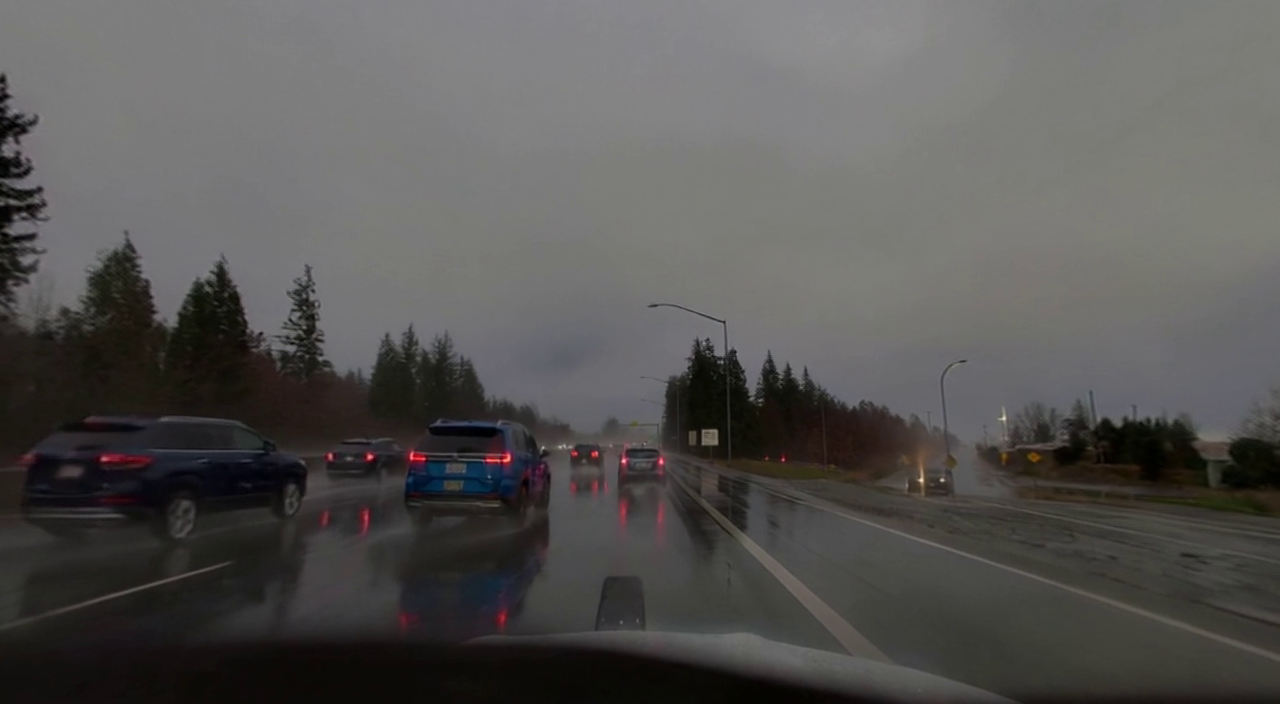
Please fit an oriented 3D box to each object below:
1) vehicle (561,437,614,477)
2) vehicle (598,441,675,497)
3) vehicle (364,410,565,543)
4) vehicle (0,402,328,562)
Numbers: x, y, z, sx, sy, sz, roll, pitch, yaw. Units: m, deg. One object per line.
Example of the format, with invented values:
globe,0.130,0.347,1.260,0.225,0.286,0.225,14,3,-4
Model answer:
vehicle,-2.464,5.104,30.745,2.125,1.771,4.721,0,-9,0
vehicle,-0.120,3.446,18.976,2.068,1.488,4.045,0,-9,-1
vehicle,-2.641,2.009,10.692,2.123,1.798,4.108,0,-9,1
vehicle,-7.064,1.846,9.600,2.162,1.823,4.566,0,-9,1
